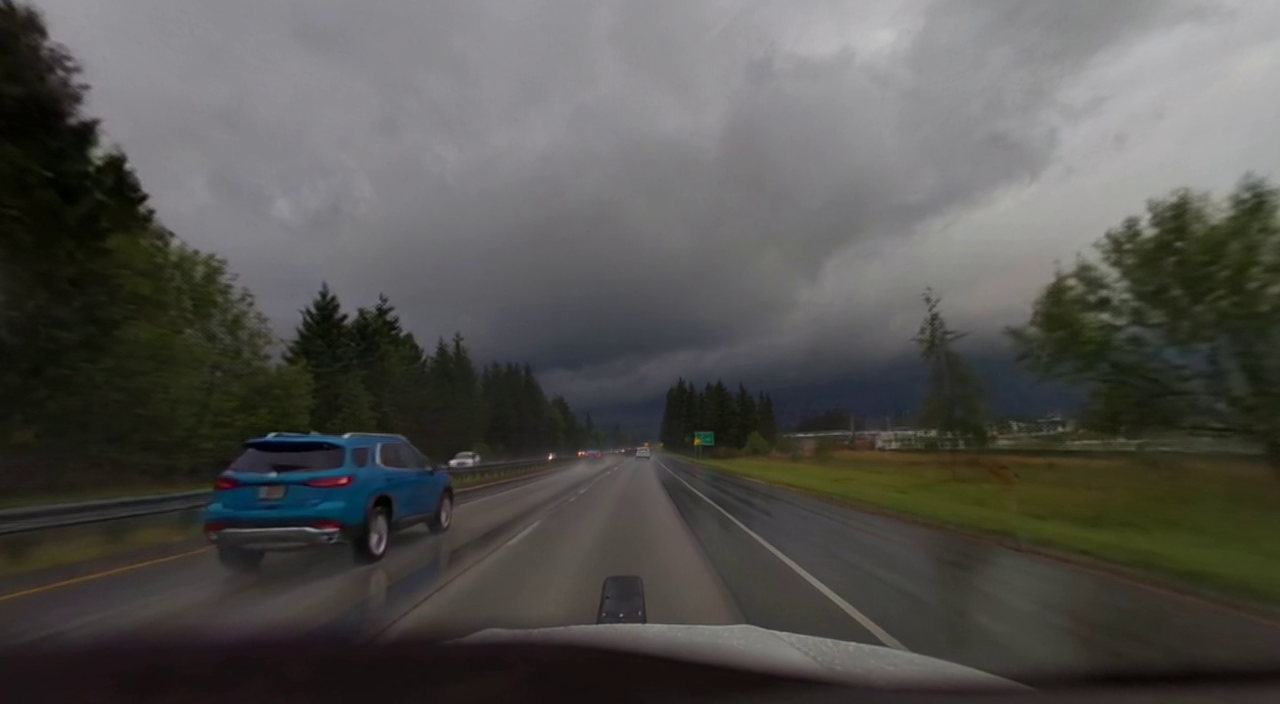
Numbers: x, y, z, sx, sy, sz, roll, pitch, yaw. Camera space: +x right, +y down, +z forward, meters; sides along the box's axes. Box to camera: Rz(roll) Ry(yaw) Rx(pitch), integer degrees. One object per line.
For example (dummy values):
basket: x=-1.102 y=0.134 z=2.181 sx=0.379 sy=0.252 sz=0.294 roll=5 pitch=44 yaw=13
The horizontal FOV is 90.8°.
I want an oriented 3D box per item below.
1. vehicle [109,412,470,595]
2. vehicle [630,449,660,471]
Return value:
vehicle: x=-3.812 y=1.720 z=7.995 sx=2.100 sy=1.667 sz=4.223 roll=0 pitch=-9 yaw=0
vehicle: x=0.311 y=7.705 z=45.235 sx=2.046 sy=1.452 sz=4.407 roll=0 pitch=-9 yaw=0
